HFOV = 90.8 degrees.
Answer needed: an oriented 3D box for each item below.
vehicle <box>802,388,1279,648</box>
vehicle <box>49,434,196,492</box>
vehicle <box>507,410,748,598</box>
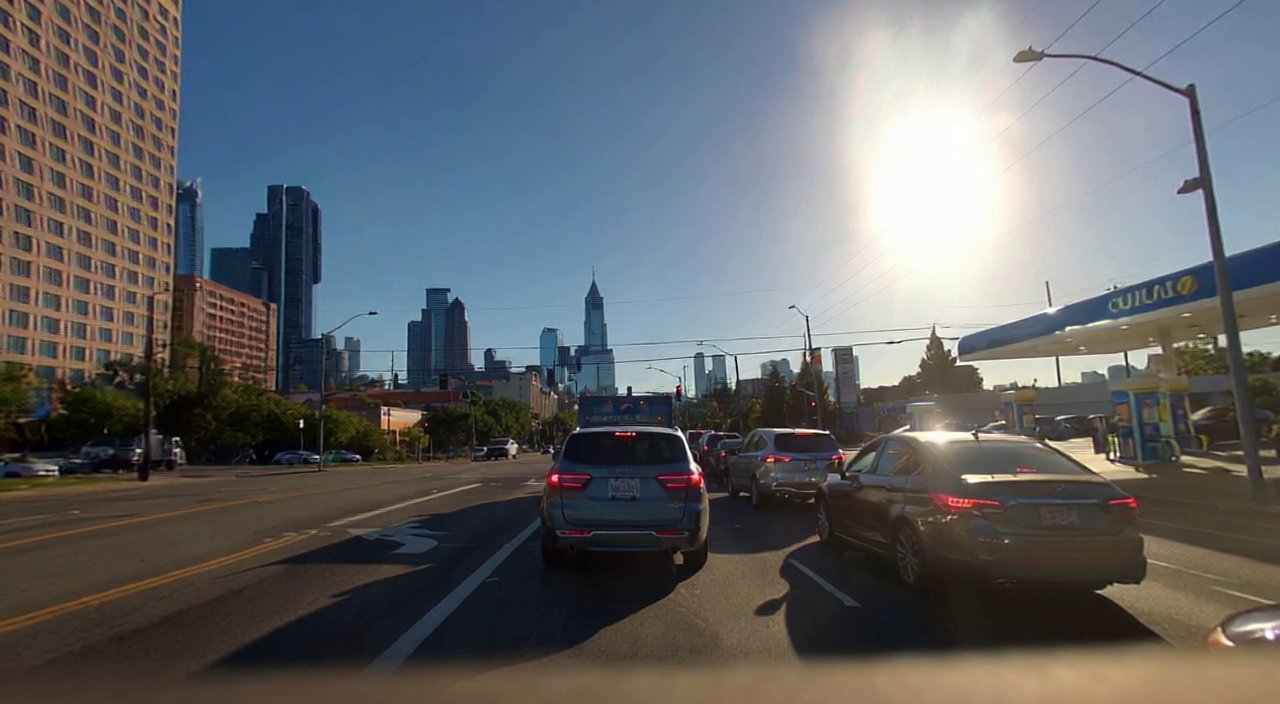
[{"bbox_3d":[3.365,1.419,6.471,2.056,1.700,4.399,0,-9,-3],"label":"vehicle"},{"bbox_3d":[-26.940,5.768,33.300,2.571,2.711,6.027,0,-9,0],"label":"vehicle"},{"bbox_3d":[-0.147,1.611,7.462,2.106,1.613,3.697,0,-9,-1],"label":"vehicle"}]
